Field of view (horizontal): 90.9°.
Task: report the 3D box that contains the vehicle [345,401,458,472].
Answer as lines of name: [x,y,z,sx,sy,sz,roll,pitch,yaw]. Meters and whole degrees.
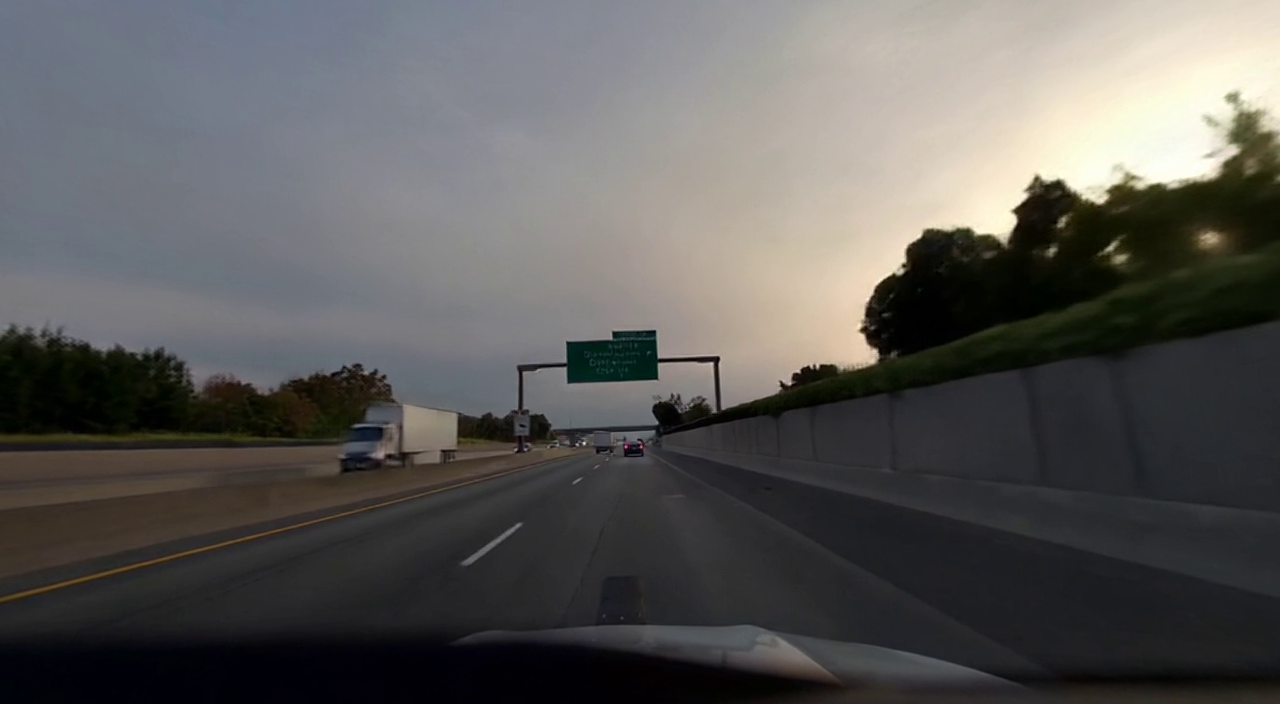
vehicle: [-14.786,5.485,40.458,2.855,3.907,11.604,0,-8,-1]
